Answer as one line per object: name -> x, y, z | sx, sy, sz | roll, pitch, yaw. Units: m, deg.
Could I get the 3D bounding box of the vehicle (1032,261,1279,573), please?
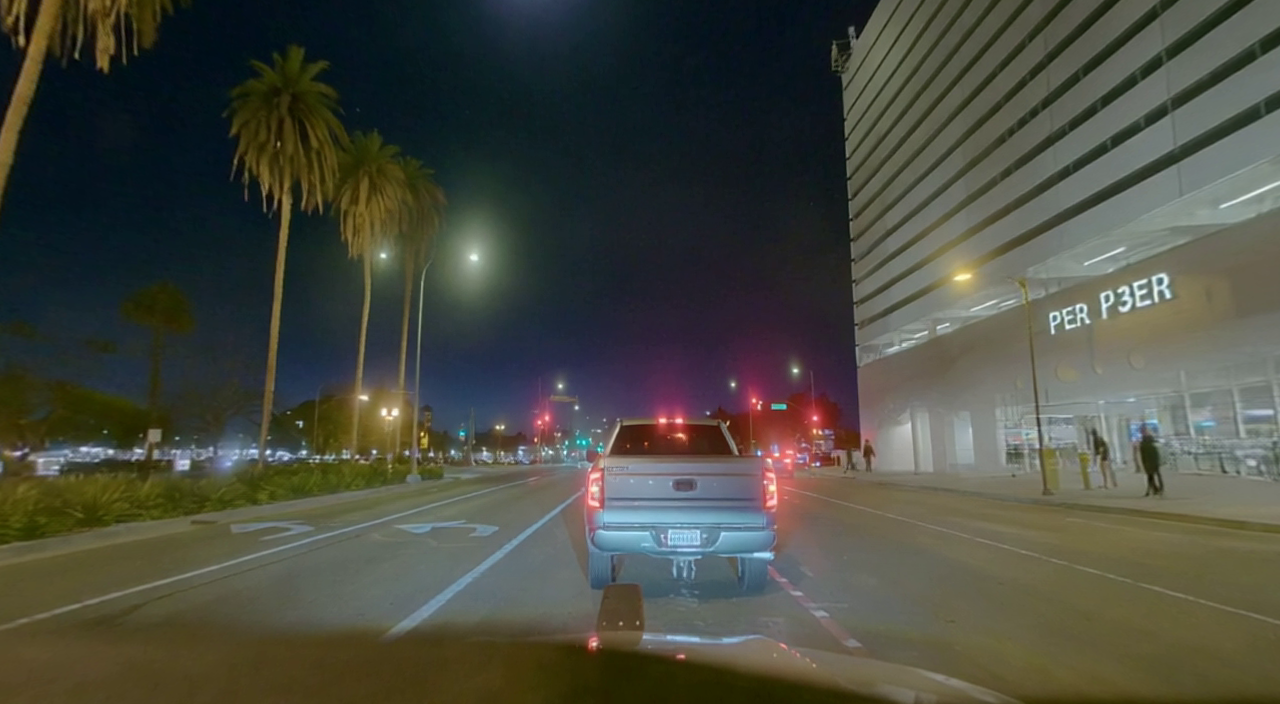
vehicle -> 7.844, 0.874, 8.578 | 2.666, 3.345, 3.622 | -3, -9, 7

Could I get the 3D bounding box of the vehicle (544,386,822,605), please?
vehicle -> 0.404, 1.587, 7.981 | 2.311, 1.819, 5.255 | 0, -8, 1
